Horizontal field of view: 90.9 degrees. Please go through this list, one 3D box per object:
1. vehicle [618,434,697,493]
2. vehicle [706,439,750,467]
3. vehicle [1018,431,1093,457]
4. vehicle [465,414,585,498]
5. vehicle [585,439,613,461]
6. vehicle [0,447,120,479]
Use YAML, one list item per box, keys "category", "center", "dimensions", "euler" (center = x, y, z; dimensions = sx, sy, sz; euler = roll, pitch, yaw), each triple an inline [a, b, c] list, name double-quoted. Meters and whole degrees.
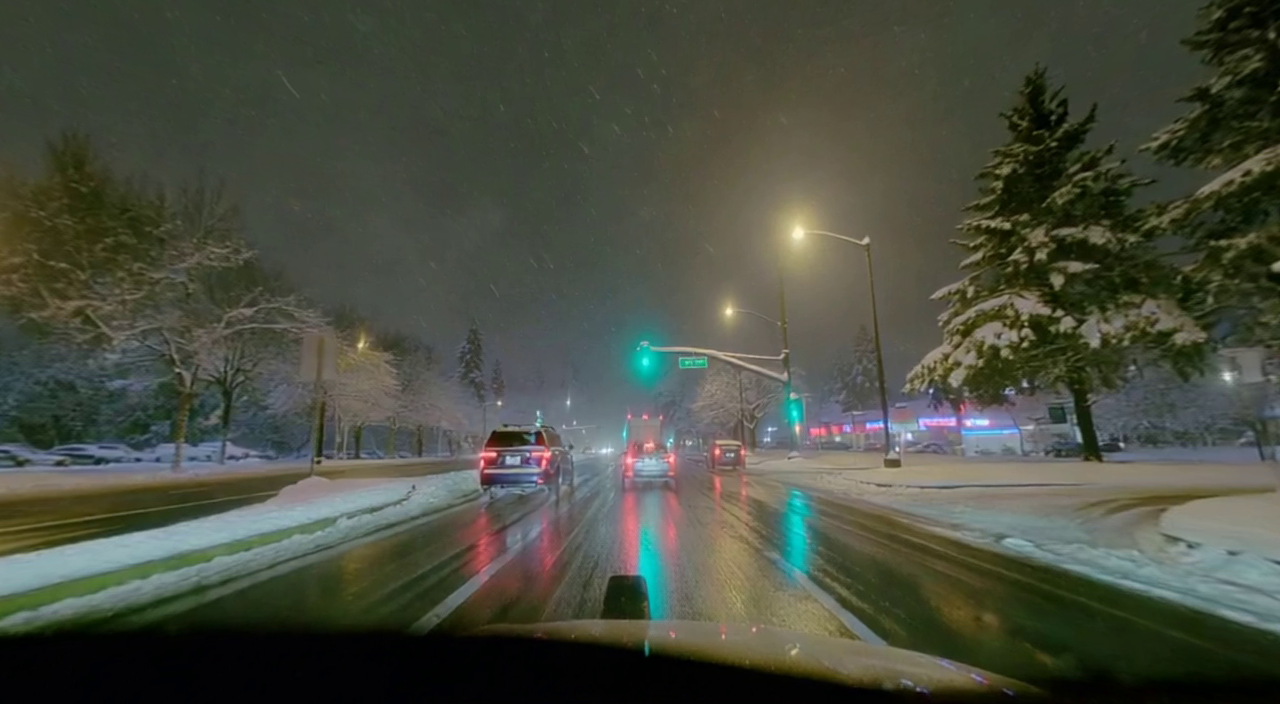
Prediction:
- category: "vehicle"
  center: [0.448, 3.196, 18.421]
  dimensions: [2.061, 1.494, 4.079]
  euler: [0, -8, 0]
- category: "vehicle"
  center: [4.998, 5.816, 36.354]
  dimensions: [1.900, 1.507, 4.151]
  euler: [0, -8, 0]
- category: "vehicle"
  center: [32.974, 7.265, 49.965]
  dimensions: [5.720, 1.822, 2.307]
  euler: [3, -9, -28]
- category: "vehicle"
  center: [-2.935, 2.827, 17.463]
  dimensions: [2.289, 1.935, 5.227]
  euler: [0, -8, 1]
- category: "vehicle"
  center: [-3.032, 7.357, 47.398]
  dimensions: [1.902, 1.522, 3.523]
  euler: [0, -8, 0]
- category: "vehicle"
  center: [-28.637, 5.441, 31.122]
  dimensions: [4.208, 1.505, 1.914]
  euler: [0, -8, 0]
